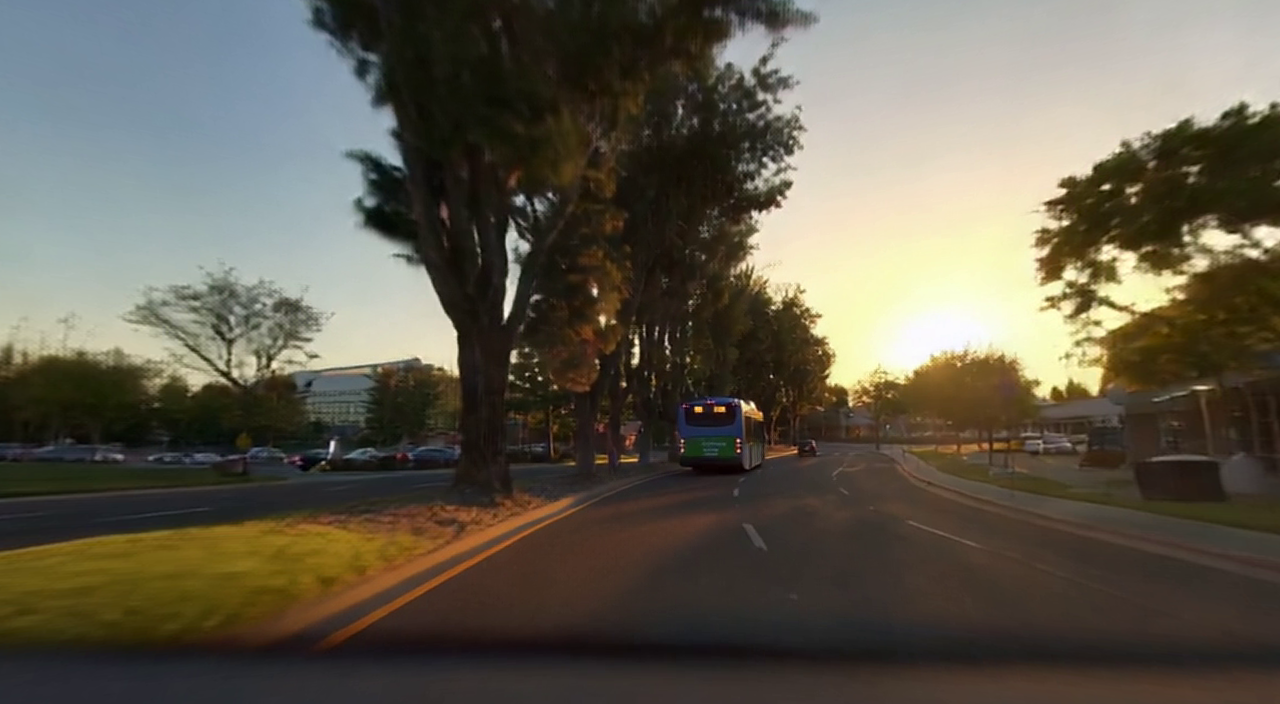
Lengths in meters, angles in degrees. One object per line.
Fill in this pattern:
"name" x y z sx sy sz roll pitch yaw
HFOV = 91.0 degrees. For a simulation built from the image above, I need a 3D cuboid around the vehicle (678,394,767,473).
"vehicle" 4.693 4.434 33.387 3.031 3.429 11.005 -3 -9 16
